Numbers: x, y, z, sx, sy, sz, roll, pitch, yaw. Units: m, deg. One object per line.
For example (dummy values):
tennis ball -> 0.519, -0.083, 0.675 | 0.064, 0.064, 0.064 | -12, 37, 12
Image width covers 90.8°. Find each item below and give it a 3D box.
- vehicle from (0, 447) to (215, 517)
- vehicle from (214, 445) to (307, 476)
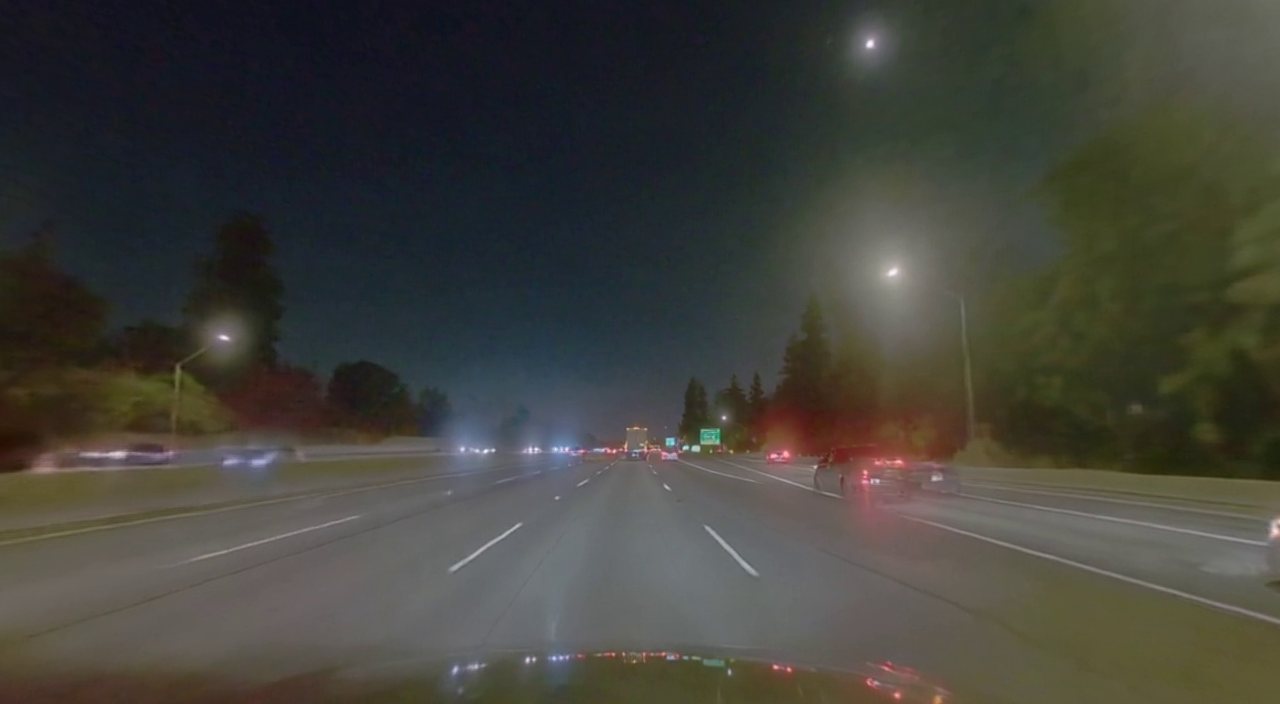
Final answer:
vehicle -> -12.891, 3.077, 15.474 | 2.040, 1.449, 4.216 | 0, -9, 0
vehicle -> -19.167, 5.477, 32.172 | 1.841, 1.460, 4.708 | 0, -9, 0
